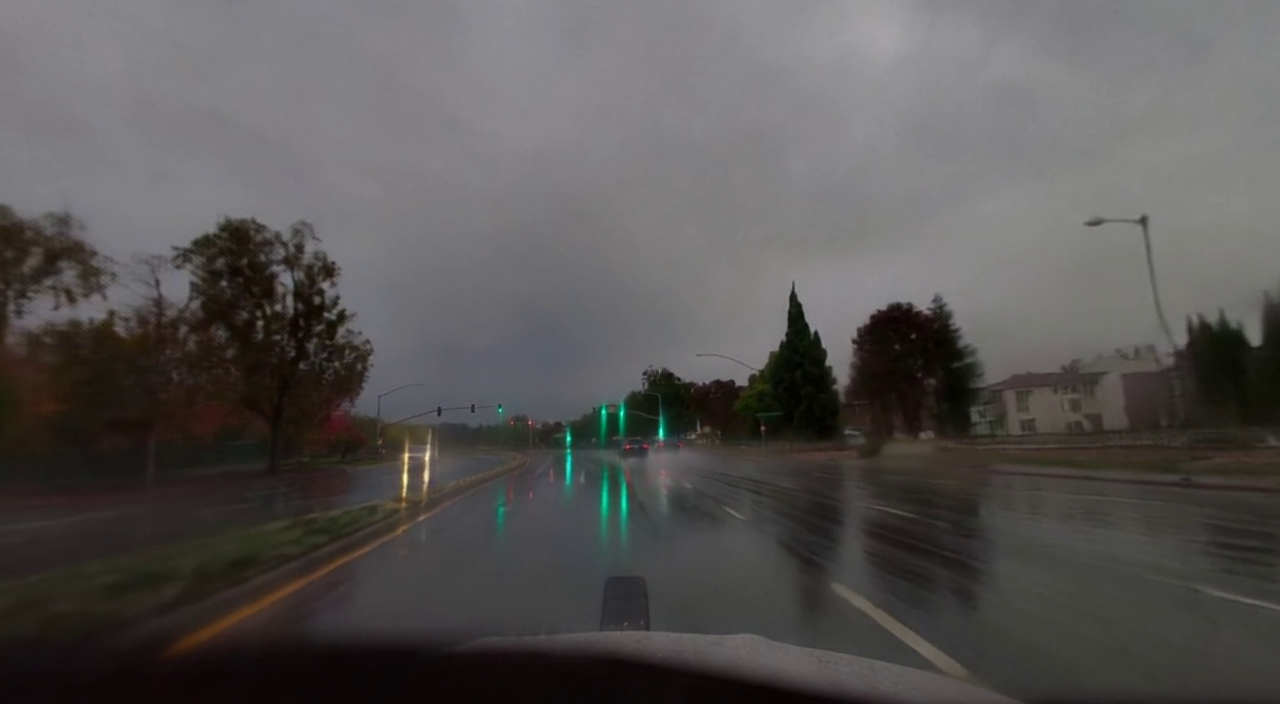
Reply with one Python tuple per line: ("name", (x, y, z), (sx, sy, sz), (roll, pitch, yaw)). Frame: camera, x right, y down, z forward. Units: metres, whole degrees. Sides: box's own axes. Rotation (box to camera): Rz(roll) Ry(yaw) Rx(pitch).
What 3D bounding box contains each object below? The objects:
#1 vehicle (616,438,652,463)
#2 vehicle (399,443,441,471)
("vehicle", (-0.508, 7.566, 48.710), (2.046, 1.818, 4.603), (1, -9, -10))
("vehicle", (-16.314, 7.773, 46.919), (2.124, 1.844, 4.520), (-2, -8, -8))
